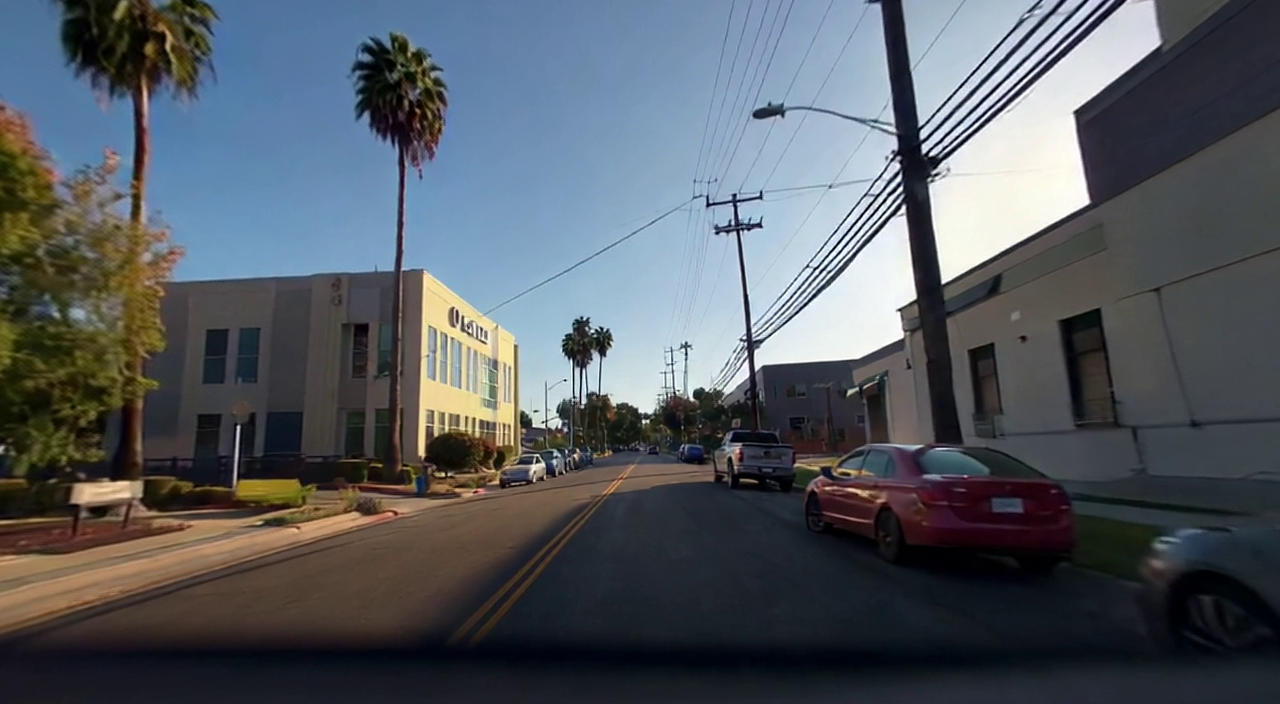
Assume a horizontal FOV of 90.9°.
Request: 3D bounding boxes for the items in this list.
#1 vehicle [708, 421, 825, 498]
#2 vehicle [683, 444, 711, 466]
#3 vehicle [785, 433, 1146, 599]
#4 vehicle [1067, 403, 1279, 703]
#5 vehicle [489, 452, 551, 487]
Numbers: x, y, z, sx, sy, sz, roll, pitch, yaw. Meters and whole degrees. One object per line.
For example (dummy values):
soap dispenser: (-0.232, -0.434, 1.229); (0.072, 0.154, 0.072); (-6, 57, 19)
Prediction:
vehicle: (3.816, 3.401, 20.456); (2.485, 2.123, 6.029); (0, -8, -1)
vehicle: (4.357, 7.921, 48.870); (1.948, 1.607, 4.873); (-1, -8, 3)
vehicle: (3.593, 1.867, 8.294); (2.060, 1.513, 4.741); (0, -8, -3)
vehicle: (3.688, 0.817, 1.440); (1.961, 1.546, 4.857); (0, -8, -1)
vehicle: (-5.696, 5.626, 30.572); (1.982, 1.453, 4.577); (0, -8, 1)
